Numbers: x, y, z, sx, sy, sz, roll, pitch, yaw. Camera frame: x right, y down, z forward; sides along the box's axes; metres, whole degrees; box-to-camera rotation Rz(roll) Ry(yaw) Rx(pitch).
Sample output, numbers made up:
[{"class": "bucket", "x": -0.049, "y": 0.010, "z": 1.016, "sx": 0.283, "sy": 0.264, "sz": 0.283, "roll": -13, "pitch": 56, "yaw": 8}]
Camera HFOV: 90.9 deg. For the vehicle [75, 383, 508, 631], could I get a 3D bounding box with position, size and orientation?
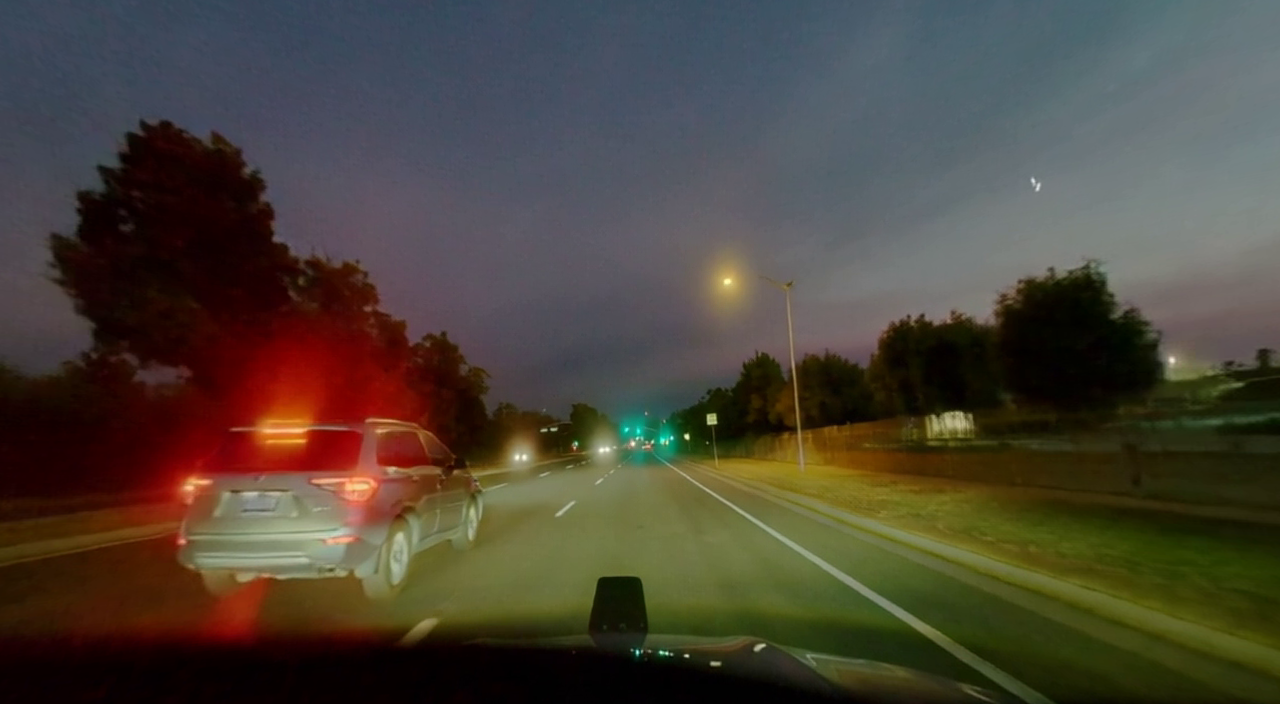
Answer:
[{"class": "vehicle", "x": -3.115, "y": 1.508, "z": 7.155, "sx": 2.160, "sy": 1.855, "sz": 4.695, "roll": 0, "pitch": -8, "yaw": 1}]
